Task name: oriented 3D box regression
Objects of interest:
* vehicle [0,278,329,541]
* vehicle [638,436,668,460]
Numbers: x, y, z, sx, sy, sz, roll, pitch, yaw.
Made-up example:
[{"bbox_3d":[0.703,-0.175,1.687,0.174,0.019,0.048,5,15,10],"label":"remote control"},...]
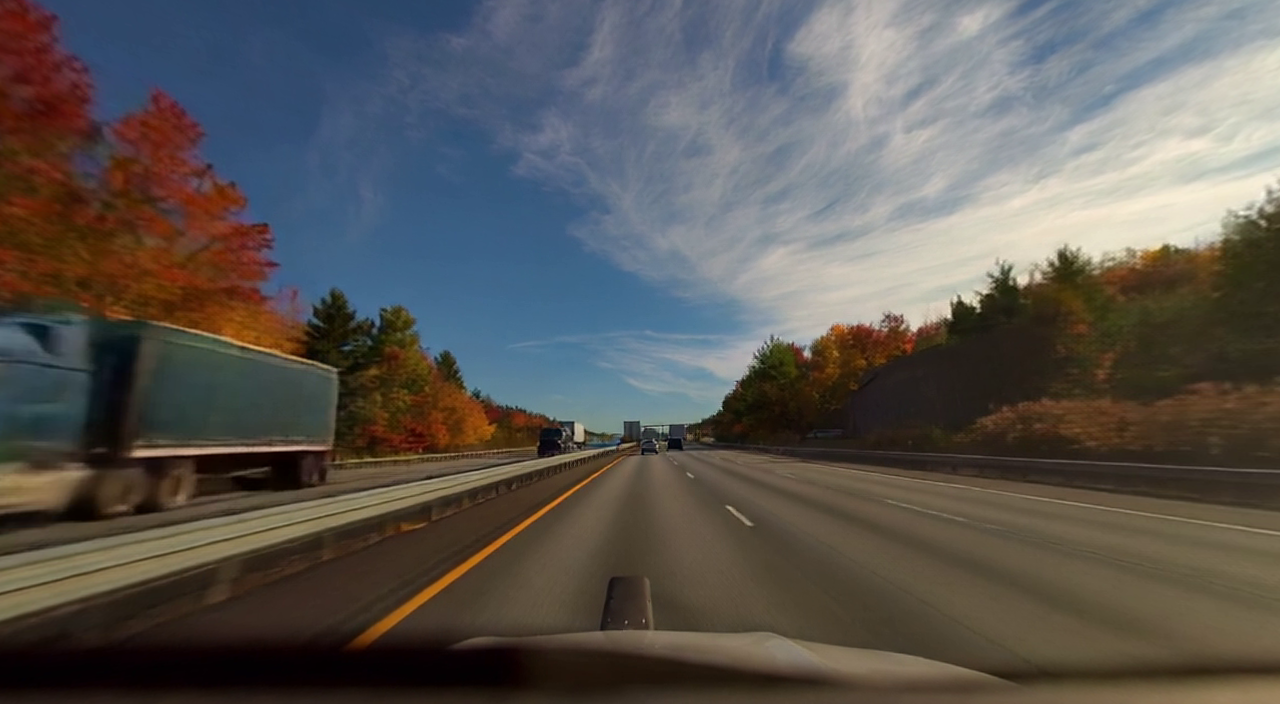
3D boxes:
[{"bbox_3d":[-11.668,1.502,14.034,2.982,4.126,12.745,0,-8,0],"label":"vehicle"},{"bbox_3d":[0.845,6.407,42.111,1.924,1.498,3.817,0,-8,1],"label":"vehicle"}]
